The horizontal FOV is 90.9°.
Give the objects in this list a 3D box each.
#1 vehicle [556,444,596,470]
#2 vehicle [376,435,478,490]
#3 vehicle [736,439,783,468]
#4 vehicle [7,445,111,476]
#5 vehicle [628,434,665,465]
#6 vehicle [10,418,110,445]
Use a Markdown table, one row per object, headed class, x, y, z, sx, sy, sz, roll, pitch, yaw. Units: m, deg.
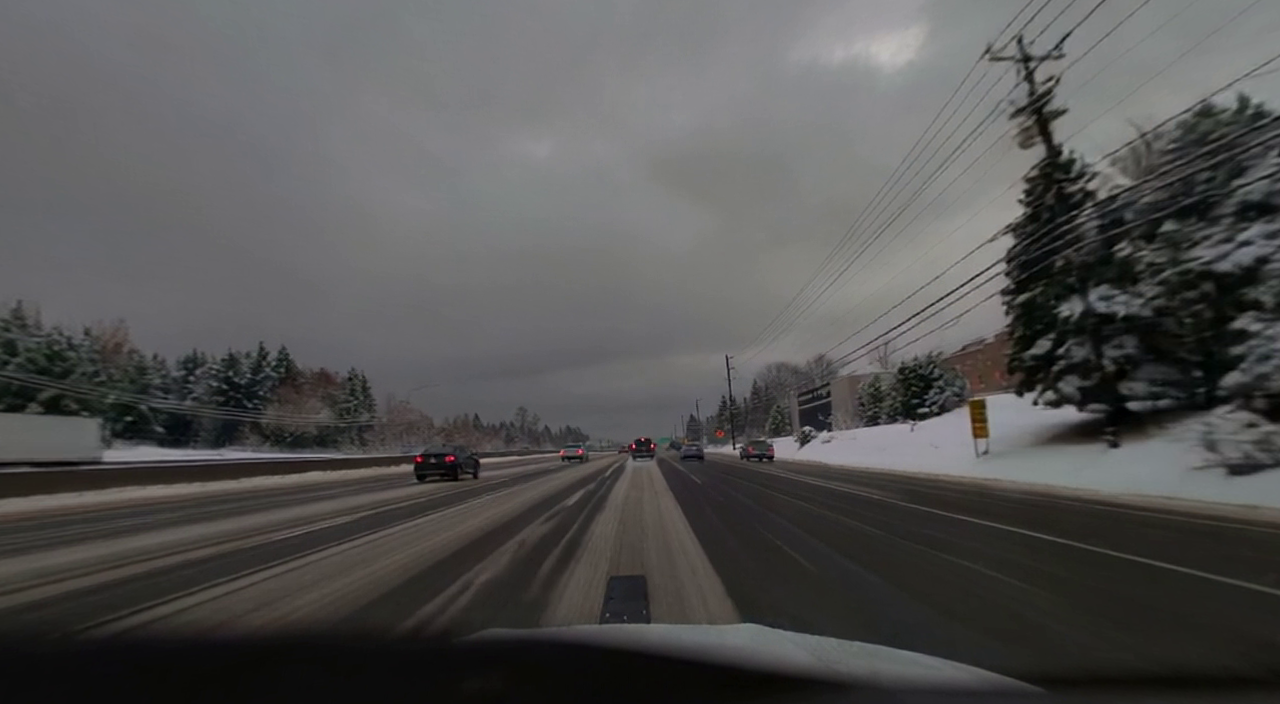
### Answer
| class | x | y | z | sx | sy | sz | roll | pitch | yaw |
| --- | --- | --- | --- | --- | --- | --- | --- | --- | --- |
| vehicle | -3.788 | 6.304 | 38.082 | 1.979 | 1.469 | 4.378 | 0 | -8 | 0 |
| vehicle | -7.349 | 3.832 | 22.279 | 2.007 | 1.732 | 4.395 | 0 | -8 | 0 |
| vehicle | 7.291 | 6.242 | 38.941 | 1.937 | 1.698 | 4.322 | 0 | -8 | -1 |
| vehicle | -37.343 | 6.953 | 40.687 | 2.163 | 1.848 | 4.779 | 0 | -8 | -1 |
| vehicle | 0.425 | 7.358 | 47.841 | 2.622 | 2.208 | 5.320 | 0 | -8 | -1 |
| vehicle | -37.330 | 5.196 | 40.772 | 1.919 | 1.651 | 4.773 | 0 | -8 | 0 |
